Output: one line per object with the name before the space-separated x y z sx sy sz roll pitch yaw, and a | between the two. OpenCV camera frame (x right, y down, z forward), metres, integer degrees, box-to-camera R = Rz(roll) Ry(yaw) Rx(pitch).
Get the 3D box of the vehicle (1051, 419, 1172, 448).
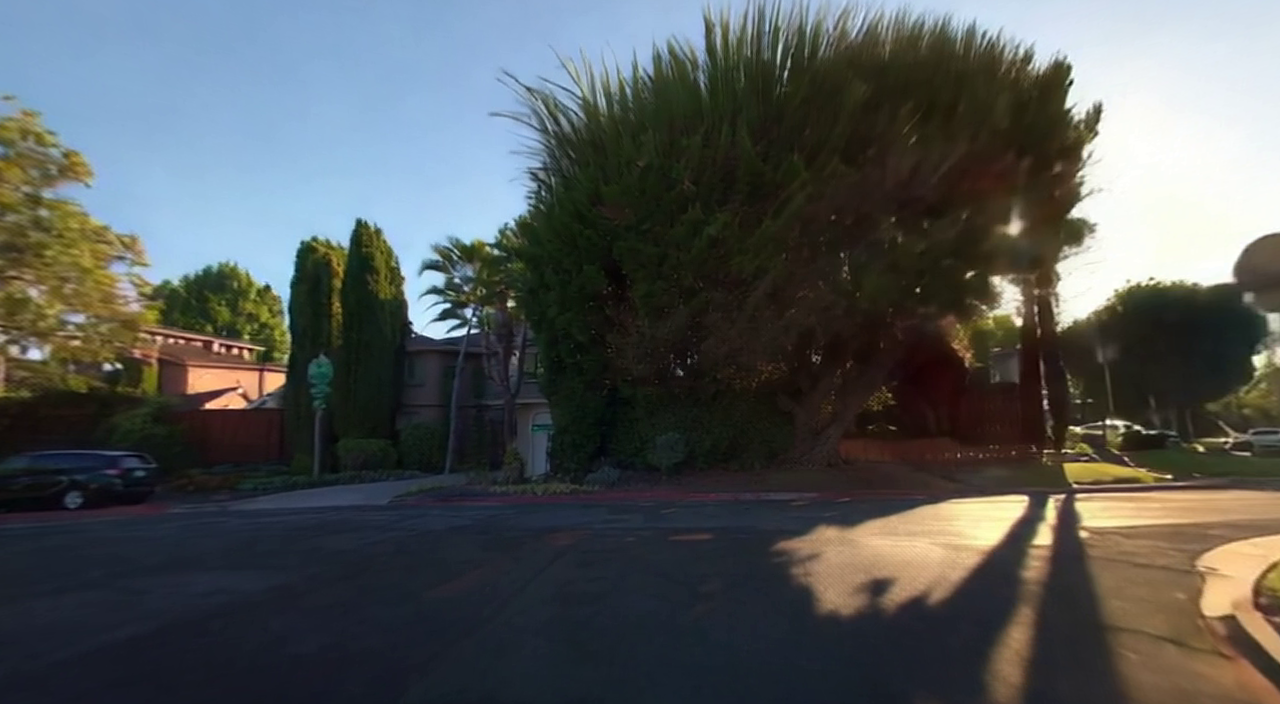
vehicle | 25.635 4.447 34.363 5.089 1.517 1.791 0 -7 1
